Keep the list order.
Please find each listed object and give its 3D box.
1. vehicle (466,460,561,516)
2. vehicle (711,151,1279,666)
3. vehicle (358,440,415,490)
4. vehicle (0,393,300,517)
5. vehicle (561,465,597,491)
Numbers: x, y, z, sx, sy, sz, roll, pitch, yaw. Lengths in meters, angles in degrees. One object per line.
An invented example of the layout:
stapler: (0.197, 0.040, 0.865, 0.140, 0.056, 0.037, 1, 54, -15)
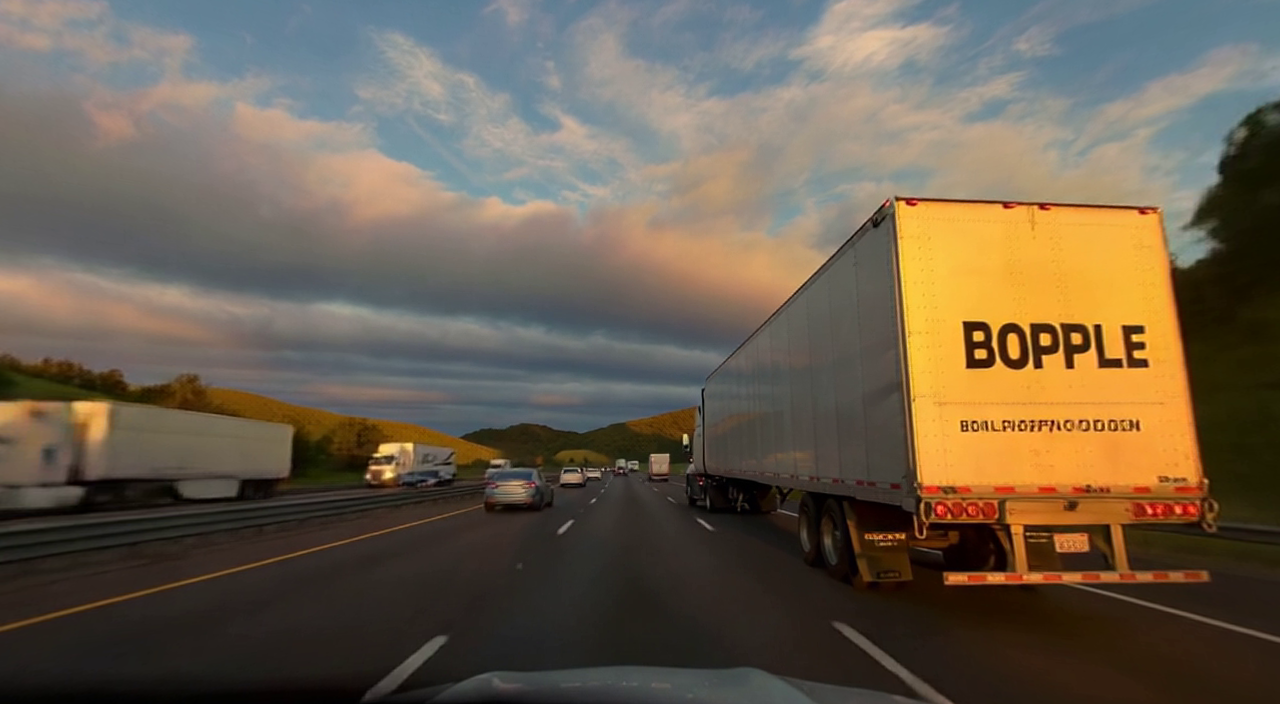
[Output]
vehicle: (-3.952, 4.386, 20.643, 2.088, 1.566, 4.853, 1, -11, 0)
vehicle: (3.713, 1.600, 11.898, 2.839, 4.062, 14.051, 1, -11, -1)
vehicle: (-20.030, 8.975, 49.945, 2.859, 3.706, 3.474, 1, -11, -1)
vehicle: (-19.966, 4.566, 27.050, 2.917, 3.889, 14.334, 1, -11, -1)
vehicle: (-4.131, 8.621, 43.180, 2.063, 1.671, 4.197, 1, -11, 0)
